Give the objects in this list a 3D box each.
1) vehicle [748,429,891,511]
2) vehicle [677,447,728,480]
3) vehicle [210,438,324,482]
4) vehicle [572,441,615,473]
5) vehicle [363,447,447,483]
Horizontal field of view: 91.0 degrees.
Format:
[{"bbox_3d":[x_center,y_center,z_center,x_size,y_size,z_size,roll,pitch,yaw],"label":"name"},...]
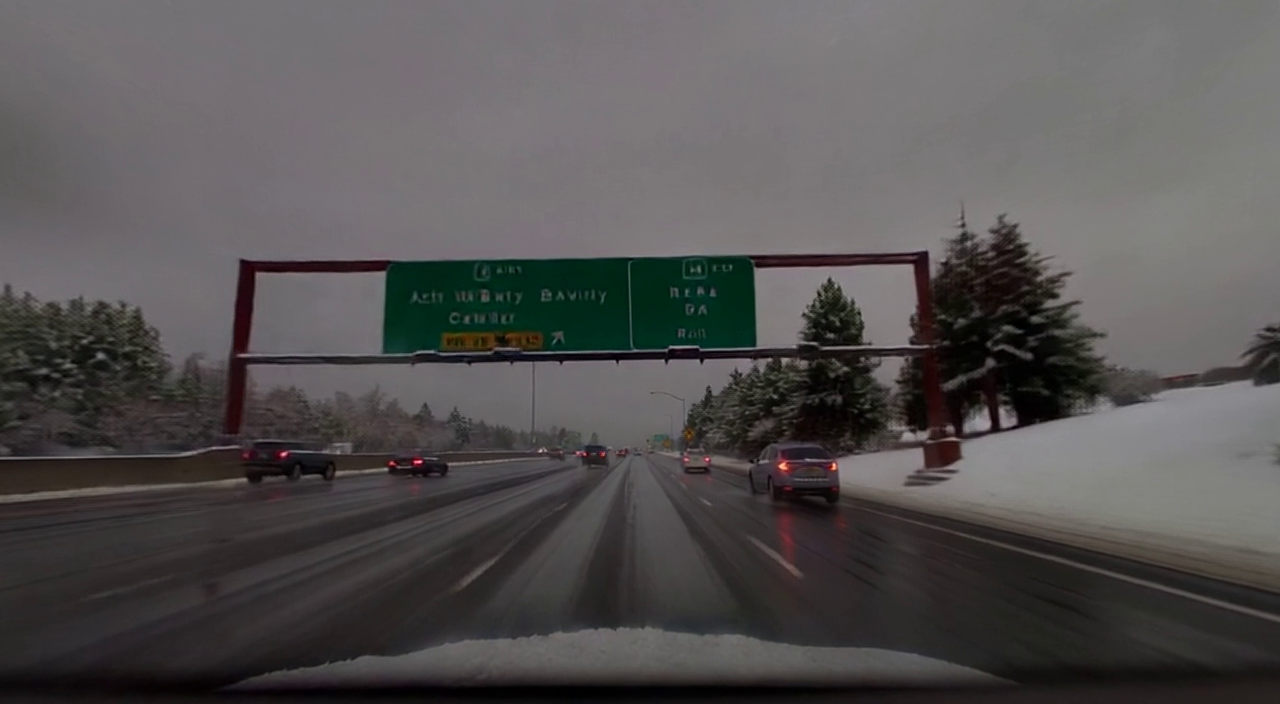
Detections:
[{"bbox_3d":[4.321,2.939,16.178,2.218,1.776,4.807,0,-9,0],"label":"vehicle"},{"bbox_3d":[3.051,5.536,31.520,2.126,1.529,4.438,0,-9,1],"label":"vehicle"},{"bbox_3d":[-16.858,4.882,28.858,2.181,1.819,4.830,0,-9,1],"label":"vehicle"},{"bbox_3d":[-2.967,6.866,41.383,2.449,1.929,5.503,0,-9,0],"label":"vehicle"},{"bbox_3d":[-10.461,5.061,28.473,1.974,1.472,4.684,0,-9,0],"label":"vehicle"}]
